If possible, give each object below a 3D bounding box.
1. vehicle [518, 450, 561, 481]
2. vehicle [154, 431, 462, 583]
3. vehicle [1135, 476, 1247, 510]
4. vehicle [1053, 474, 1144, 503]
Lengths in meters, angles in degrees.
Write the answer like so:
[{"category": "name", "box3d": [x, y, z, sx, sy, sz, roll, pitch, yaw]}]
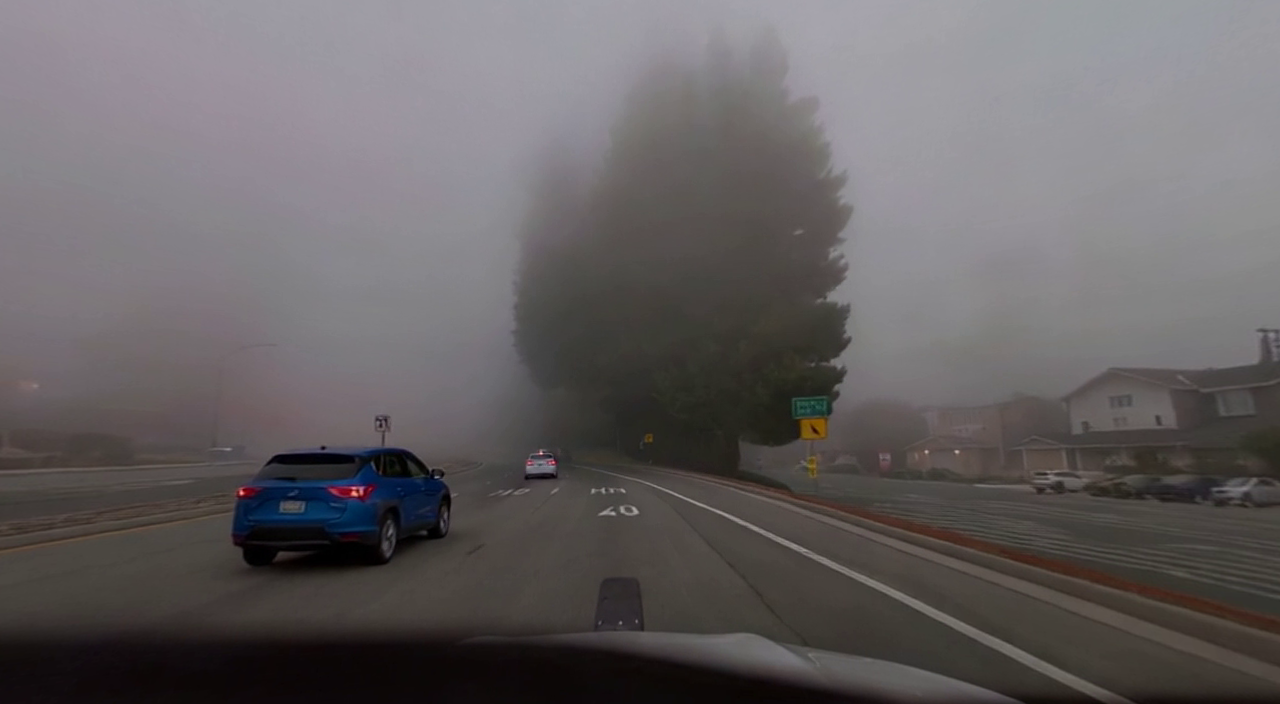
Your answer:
[{"category": "vehicle", "box3d": [-5.229, 5.953, 33.294, 1.904, 1.476, 3.736, 1, -9, -5]}, {"category": "vehicle", "box3d": [-4.252, 2.027, 9.217, 2.098, 1.613, 4.606, 0, -9, -2]}, {"category": "vehicle", "box3d": [33.307, 8.510, 38.447, 1.967, 1.647, 4.948, 1, -9, -8]}, {"category": "vehicle", "box3d": [32.135, 9.567, 44.530, 1.820, 1.626, 5.319, 2, -9, -9]}]
